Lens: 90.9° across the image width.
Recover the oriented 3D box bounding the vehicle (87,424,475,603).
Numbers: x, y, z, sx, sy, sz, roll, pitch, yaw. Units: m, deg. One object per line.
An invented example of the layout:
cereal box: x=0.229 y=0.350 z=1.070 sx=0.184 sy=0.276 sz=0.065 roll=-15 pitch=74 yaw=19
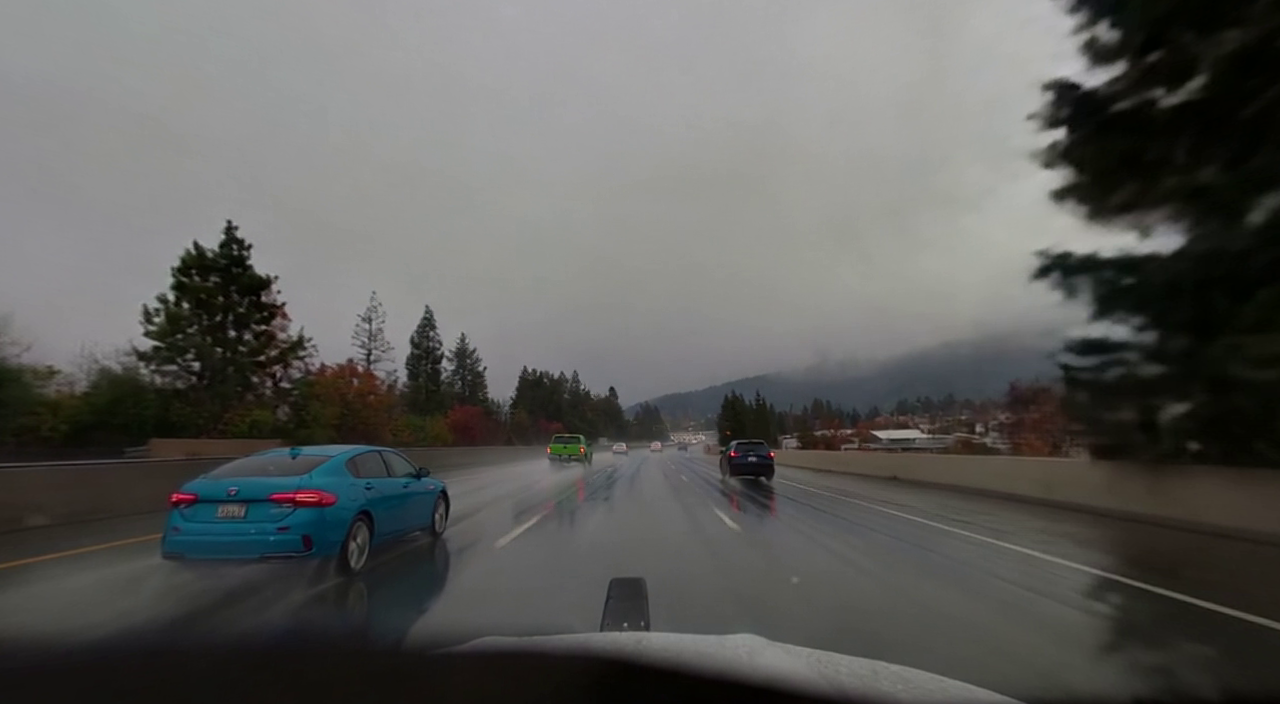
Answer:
vehicle: x=-3.604 y=1.681 z=7.565 sx=1.948 sy=1.475 sz=4.461 roll=0 pitch=-8 yaw=1

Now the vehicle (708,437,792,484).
vehicle: x=3.746 y=3.800 z=22.335 sx=2.100 sy=1.472 sz=4.533 roll=0 pitch=-8 yaw=0

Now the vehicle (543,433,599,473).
vehicle: x=-3.313 y=4.962 z=31.184 sx=2.122 sy=1.847 sz=4.696 roll=0 pitch=-8 yaw=2
